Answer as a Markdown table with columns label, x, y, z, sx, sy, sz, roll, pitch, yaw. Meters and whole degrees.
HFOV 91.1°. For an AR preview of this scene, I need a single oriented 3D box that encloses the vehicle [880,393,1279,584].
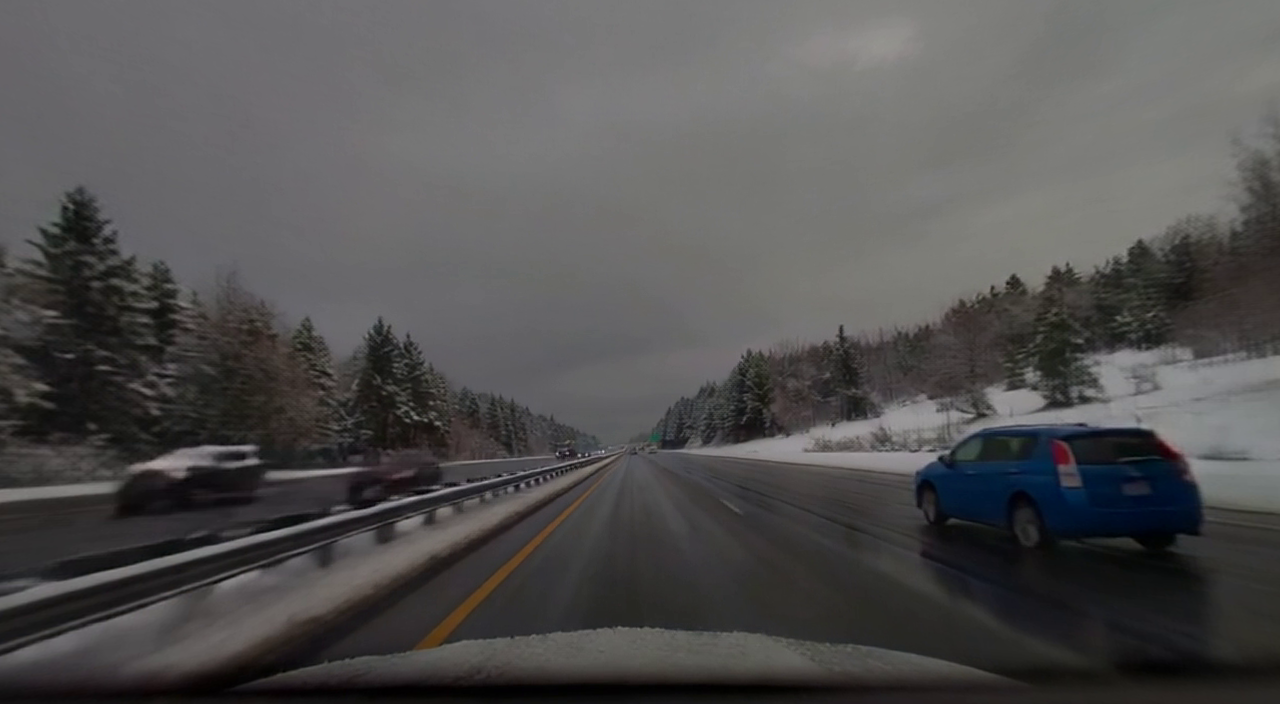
| label | x | y | z | sx | sy | sz | roll | pitch | yaw |
| --- | --- | --- | --- | --- | --- | --- | --- | --- | --- |
| vehicle | 5.201 | 1.646 | 8.337 | 2.117 | 1.783 | 4.627 | 0 | -9 | -1 |

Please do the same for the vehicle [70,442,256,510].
| label | x | y | z | sx | sy | sz | roll | pitch | yaw |
| --- | --- | --- | --- | --- | --- | --- | --- | --- | --- |
| vehicle | -13.197 | 3.426 | 17.825 | 2.024 | 1.663 | 4.158 | 0 | -9 | -1 |

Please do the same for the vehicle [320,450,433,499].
| label | x | y | z | sx | sy | sz | roll | pitch | yaw |
| --- | --- | --- | --- | --- | --- | --- | --- | --- | --- |
| vehicle | -8.798 | 4.103 | 21.490 | 2.036 | 1.482 | 4.349 | 0 | -9 | -1 |
